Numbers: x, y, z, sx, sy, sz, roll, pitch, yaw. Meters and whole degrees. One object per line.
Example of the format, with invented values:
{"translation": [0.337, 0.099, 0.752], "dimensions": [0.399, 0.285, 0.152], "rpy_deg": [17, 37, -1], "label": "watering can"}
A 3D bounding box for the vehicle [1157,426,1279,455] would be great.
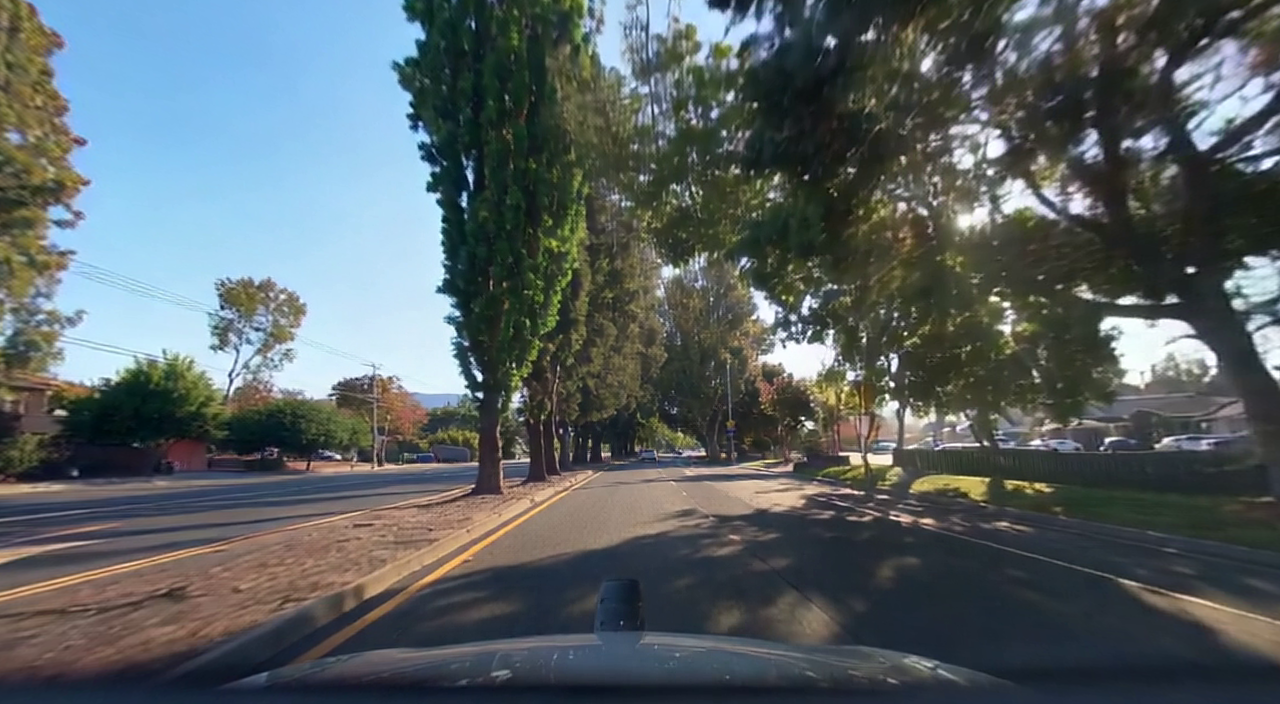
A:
{"translation": [44.624, 6.850, 48.578], "dimensions": [2.249, 2.055, 7.098], "rpy_deg": [3, -9, -24], "label": "vehicle"}
